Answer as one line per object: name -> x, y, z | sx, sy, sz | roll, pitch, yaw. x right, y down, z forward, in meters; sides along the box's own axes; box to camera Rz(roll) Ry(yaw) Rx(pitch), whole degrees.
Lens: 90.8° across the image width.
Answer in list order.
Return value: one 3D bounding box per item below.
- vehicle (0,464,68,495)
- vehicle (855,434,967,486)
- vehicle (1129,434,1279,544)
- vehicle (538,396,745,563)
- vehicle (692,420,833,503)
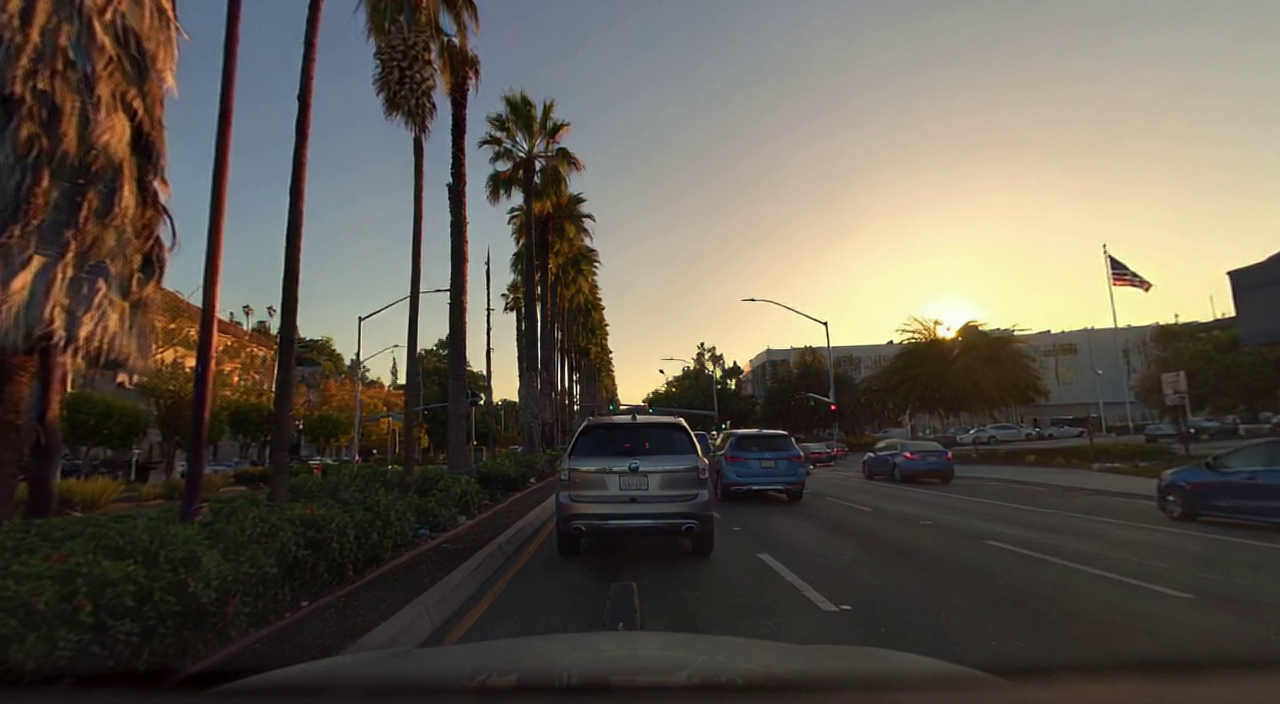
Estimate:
vehicle -> -45.859, 9.168, 45.667 | 6.410, 2.078, 2.584 | 0, -9, 0
vehicle -> 10.095, 4.048, 23.998 | 2.155, 1.779, 4.582 | 0, -9, -1
vehicle -> 9.746, 1.944, 9.122 | 1.967, 1.485, 4.267 | 0, -9, 1
vehicle -> -0.043, 1.826, 9.727 | 2.402, 1.938, 4.535 | 0, -9, -2
vehicle -> 3.274, 3.159, 18.703 | 2.773, 2.021, 6.212 | 0, -9, -2
